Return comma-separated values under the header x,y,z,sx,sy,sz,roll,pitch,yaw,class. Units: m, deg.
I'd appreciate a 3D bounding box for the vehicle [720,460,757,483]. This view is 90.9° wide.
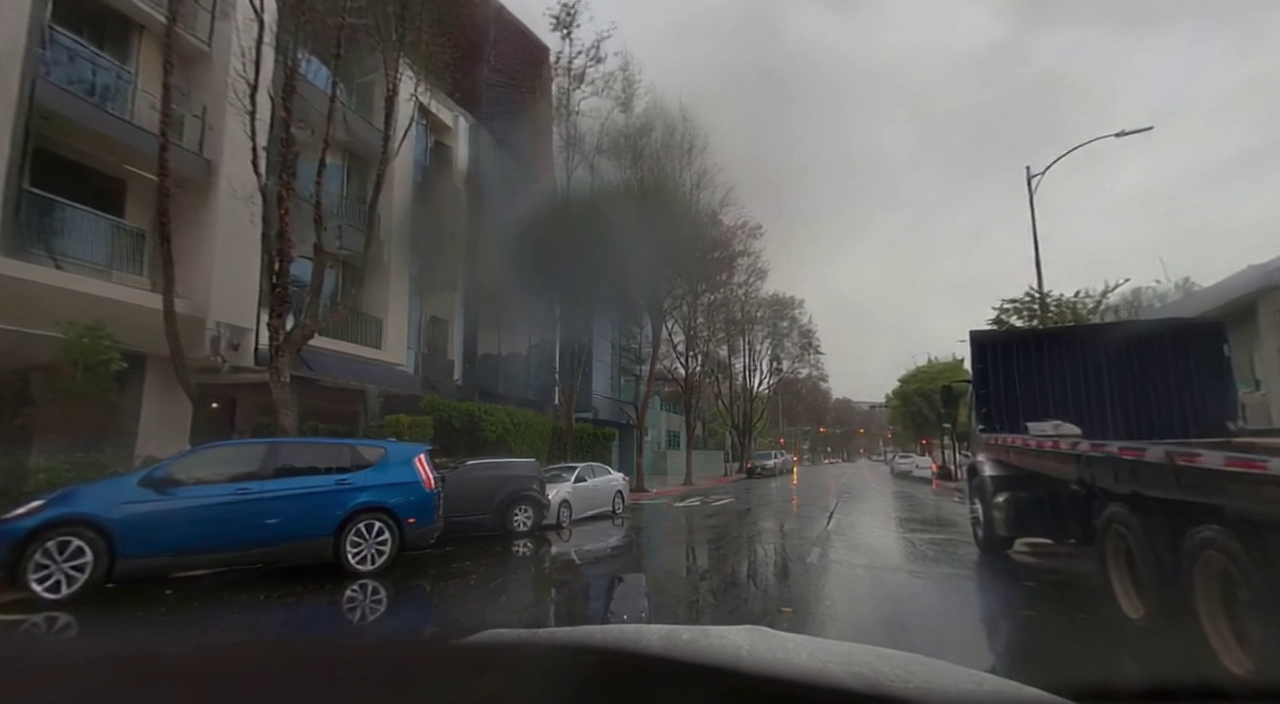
x,y,z,sx,sy,sz,roll,pitch,yaw,class
7.267,8.723,46.102,1.798,1.459,4.306,-3,-9,20,vehicle

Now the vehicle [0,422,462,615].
x,y,z,sx,sy,sz,roll,pitch,yaw,class
-5.043,1.901,8.008,5.022,1.872,2.137,4,-9,-24,vehicle

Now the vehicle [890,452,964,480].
x,y,z,sx,sy,sz,roll,pitch,yaw,class
17.921,7.090,39.305,4.118,1.635,1.805,4,-9,-23,vehicle

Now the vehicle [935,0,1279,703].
x,y,z,sx,sy,sz,roll,pitch,yaw,class
5.658,0.461,7.238,3.320,4.034,11.553,-3,-9,22,vehicle
